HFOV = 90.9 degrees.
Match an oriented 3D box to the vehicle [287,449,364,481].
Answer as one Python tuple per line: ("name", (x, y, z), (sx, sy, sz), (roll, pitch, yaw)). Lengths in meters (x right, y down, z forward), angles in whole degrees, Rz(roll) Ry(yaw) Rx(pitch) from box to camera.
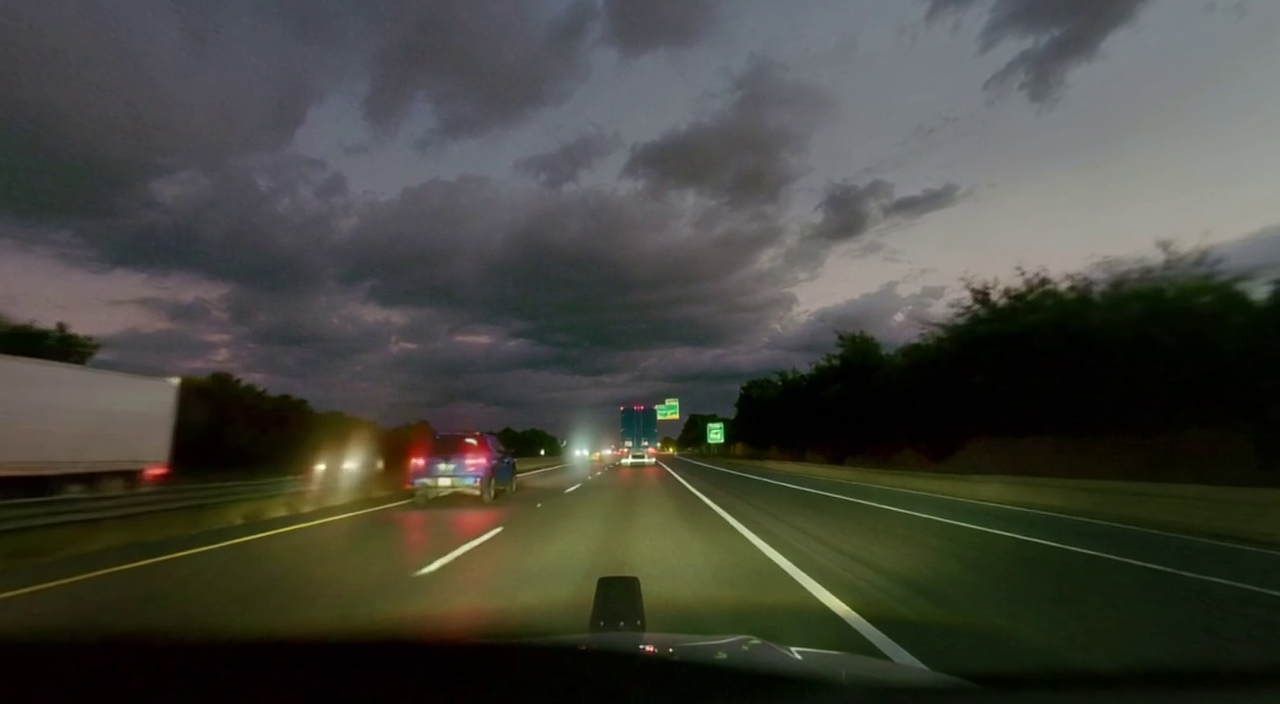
("vehicle", (-15.141, 5.428, 30.558), (1.813, 1.446, 3.843), (0, -9, -1))

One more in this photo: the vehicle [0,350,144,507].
("vehicle", (-17.783, 1.538, 13.378), (2.855, 3.978, 14.229), (0, -9, 0))

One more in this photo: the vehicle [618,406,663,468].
("vehicle", (0.097, 6.237, 45.841), (2.899, 3.966, 10.053), (0, -9, 1))

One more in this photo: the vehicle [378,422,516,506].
("vehicle", (-4.642, 2.781, 16.052), (2.042, 1.815, 4.639), (0, -9, 0))
